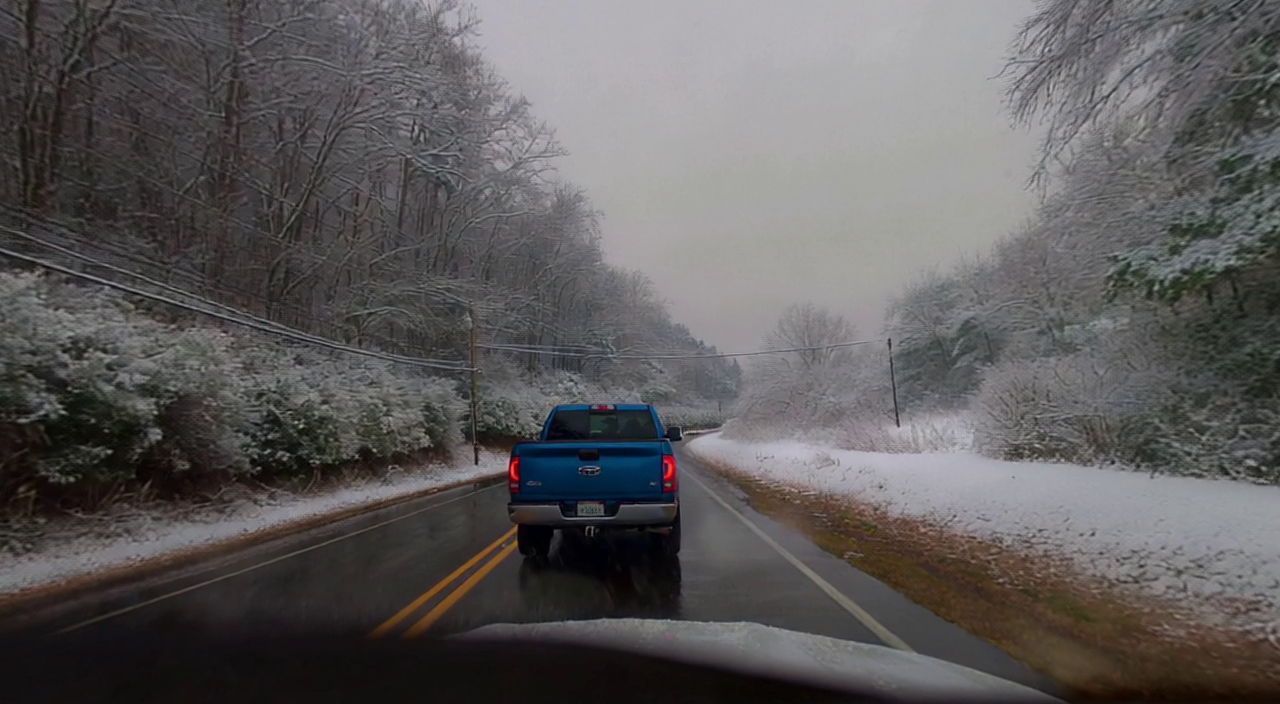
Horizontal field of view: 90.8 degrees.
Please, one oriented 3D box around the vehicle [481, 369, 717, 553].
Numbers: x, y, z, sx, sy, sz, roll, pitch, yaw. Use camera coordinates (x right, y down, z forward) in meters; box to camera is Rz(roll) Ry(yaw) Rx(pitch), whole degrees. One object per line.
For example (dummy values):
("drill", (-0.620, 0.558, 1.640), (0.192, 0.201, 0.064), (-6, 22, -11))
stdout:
("vehicle", (-0.526, 1.749, 10.688), (2.837, 2.223, 5.885), (0, -8, -1))
